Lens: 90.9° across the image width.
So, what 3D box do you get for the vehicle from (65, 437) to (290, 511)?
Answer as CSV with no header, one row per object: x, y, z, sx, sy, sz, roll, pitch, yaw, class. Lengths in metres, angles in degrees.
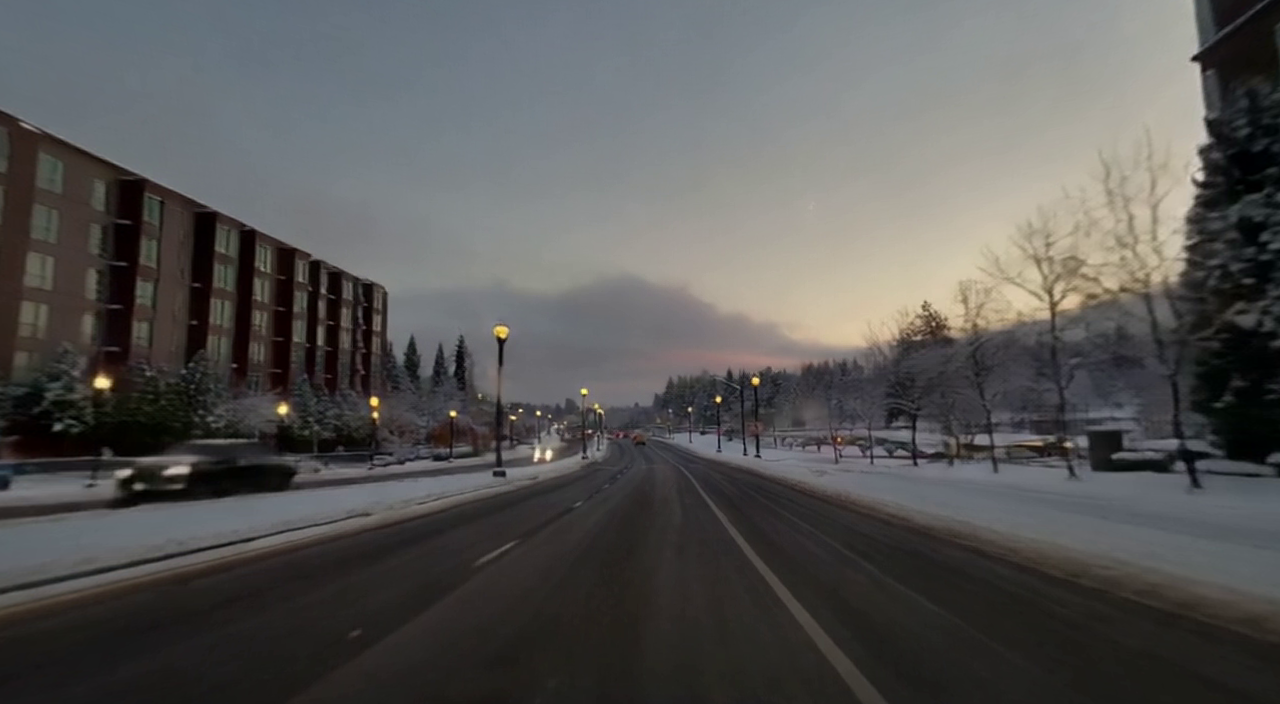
-14.008,3.702,19.780,2.237,1.957,5.836,-1,-9,5,vehicle
